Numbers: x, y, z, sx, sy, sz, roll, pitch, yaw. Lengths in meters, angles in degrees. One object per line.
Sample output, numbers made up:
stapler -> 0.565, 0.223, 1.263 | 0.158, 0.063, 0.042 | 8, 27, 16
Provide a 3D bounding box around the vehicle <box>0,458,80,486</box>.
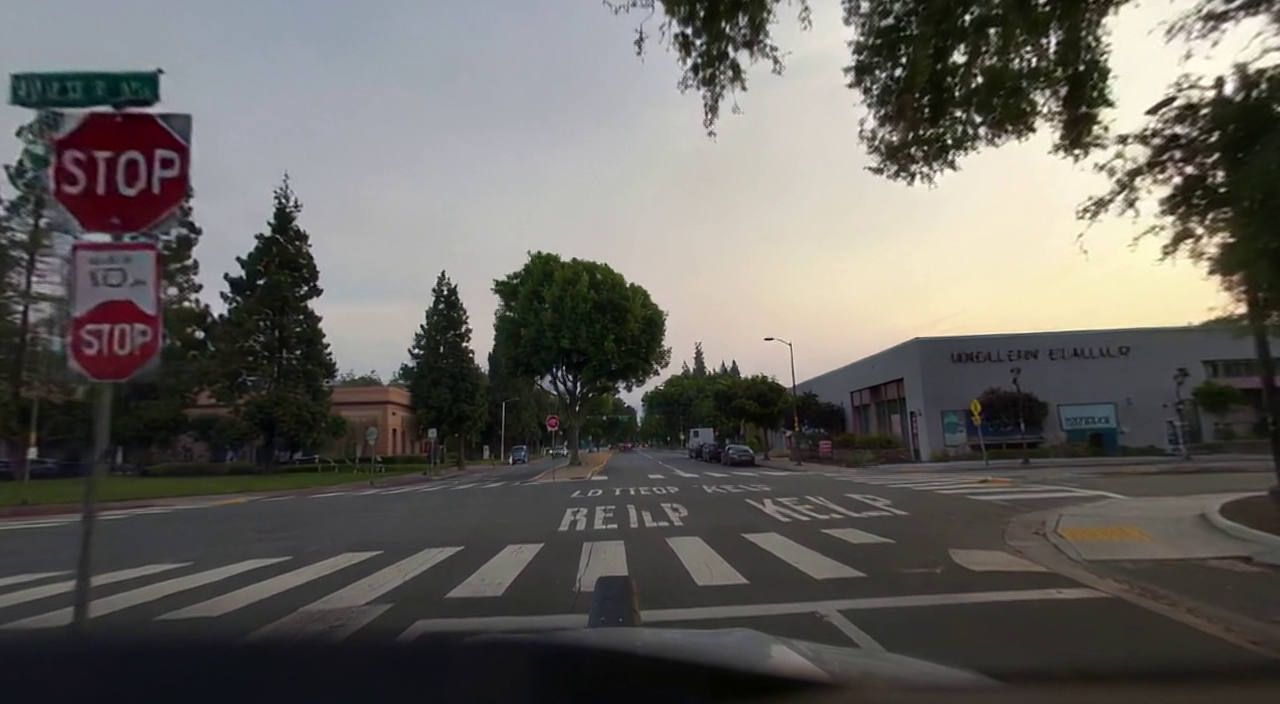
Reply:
vehicle -> -36.977, 7.261, 38.487 | 1.871, 1.523, 4.028 | 0, -9, 2
